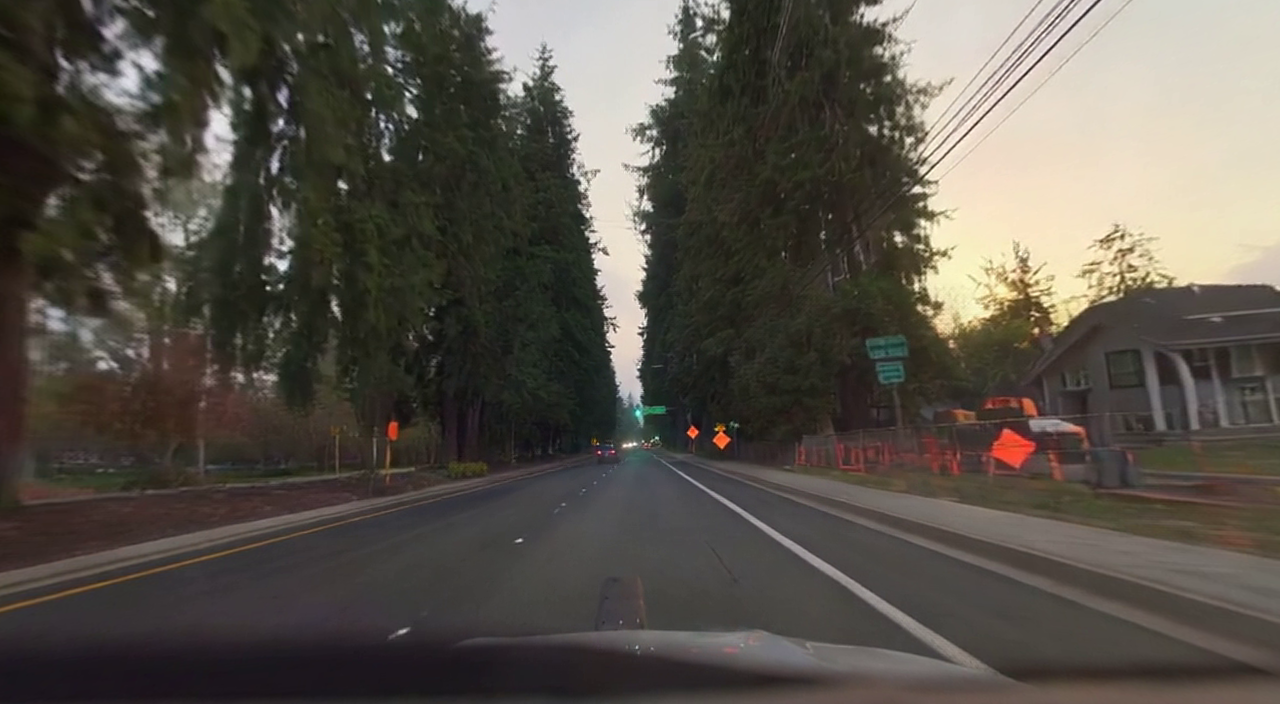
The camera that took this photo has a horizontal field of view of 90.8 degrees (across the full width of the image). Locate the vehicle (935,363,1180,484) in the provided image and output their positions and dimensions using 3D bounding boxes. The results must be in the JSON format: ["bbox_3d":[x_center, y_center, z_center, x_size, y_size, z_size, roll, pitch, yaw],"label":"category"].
[{"bbox_3d":[14.749,2.816,23.746,2.889,3.610,9.347,-1,-8,1],"label":"vehicle"}]
